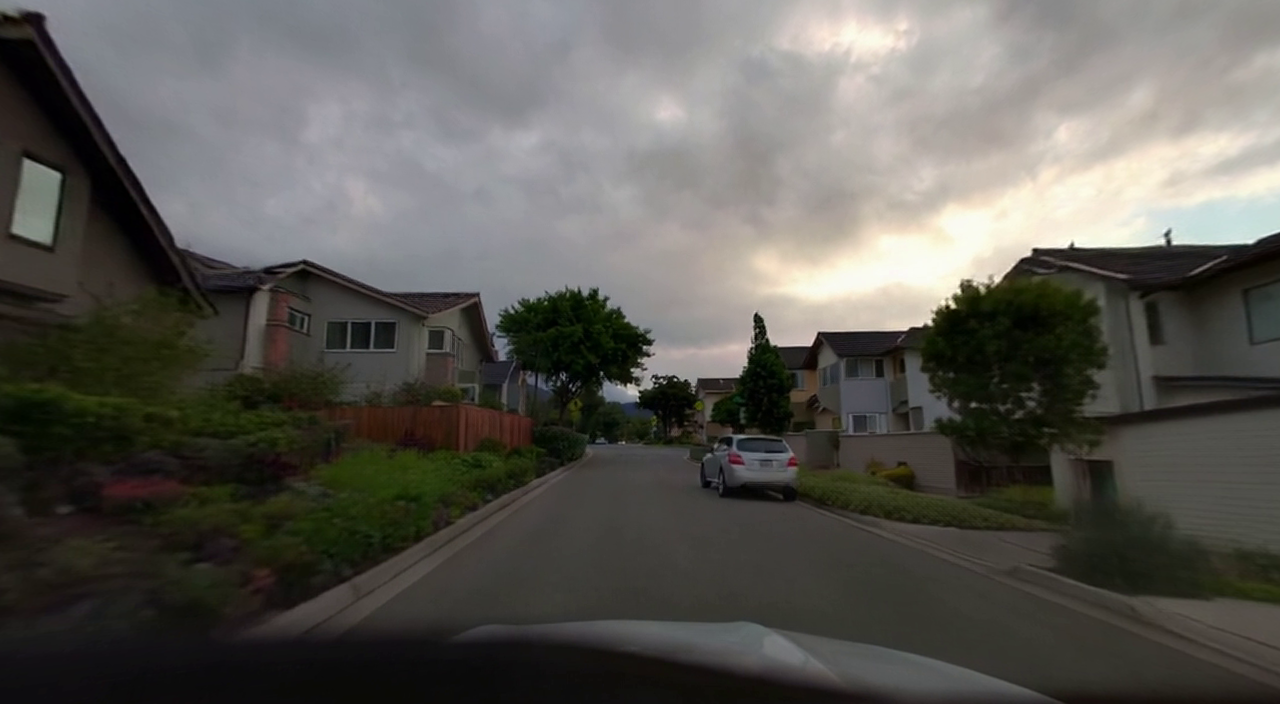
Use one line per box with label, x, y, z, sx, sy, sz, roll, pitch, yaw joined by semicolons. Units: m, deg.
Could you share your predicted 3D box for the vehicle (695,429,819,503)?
vehicle;2.612;2.625;15.129;1.955;1.498;4.046;0;-7;-4
